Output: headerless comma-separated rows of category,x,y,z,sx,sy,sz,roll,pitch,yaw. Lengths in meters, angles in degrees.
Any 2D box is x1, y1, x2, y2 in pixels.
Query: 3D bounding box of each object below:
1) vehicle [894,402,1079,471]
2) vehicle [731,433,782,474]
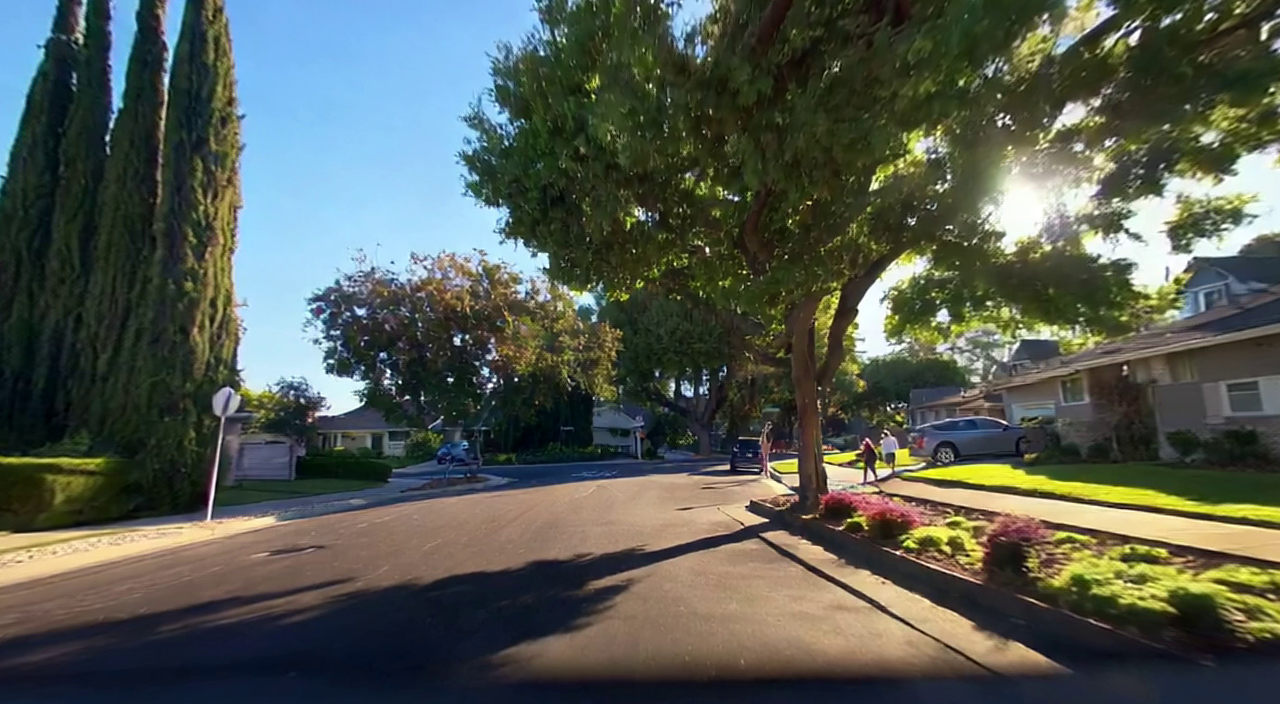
vehicle,11.450,2.854,21.213,4.780,1.765,2.103,-6,-9,3
vehicle,5.562,4.778,29.868,2.053,1.737,4.375,-2,-9,14
